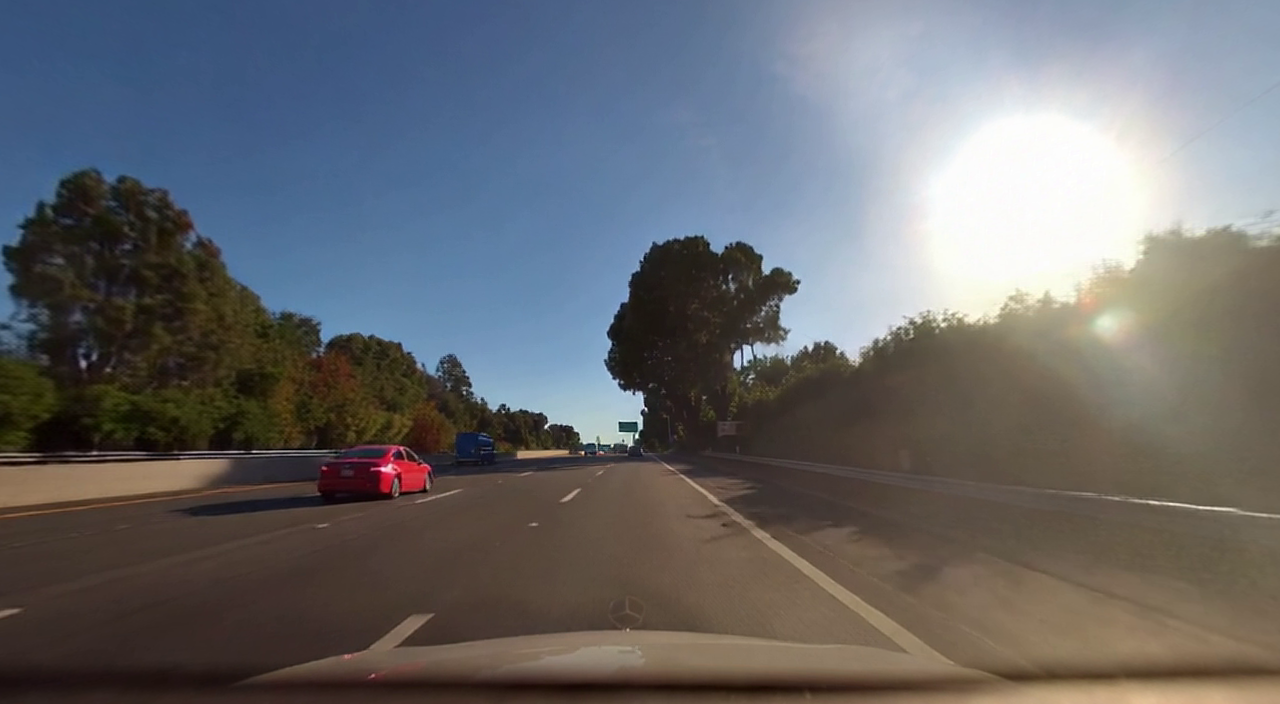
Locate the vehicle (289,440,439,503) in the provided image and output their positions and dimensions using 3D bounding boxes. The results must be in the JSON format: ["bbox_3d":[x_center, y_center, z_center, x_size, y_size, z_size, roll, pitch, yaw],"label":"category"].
[{"bbox_3d":[-7.346,3.194,17.448,1.981,1.486,4.735,0,-8,1],"label":"vehicle"}]

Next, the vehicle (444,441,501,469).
[{"bbox_3d":[-10.987,6.771,41.841,2.249,1.735,5.018,0,-8,2],"label":"vehicle"}]
